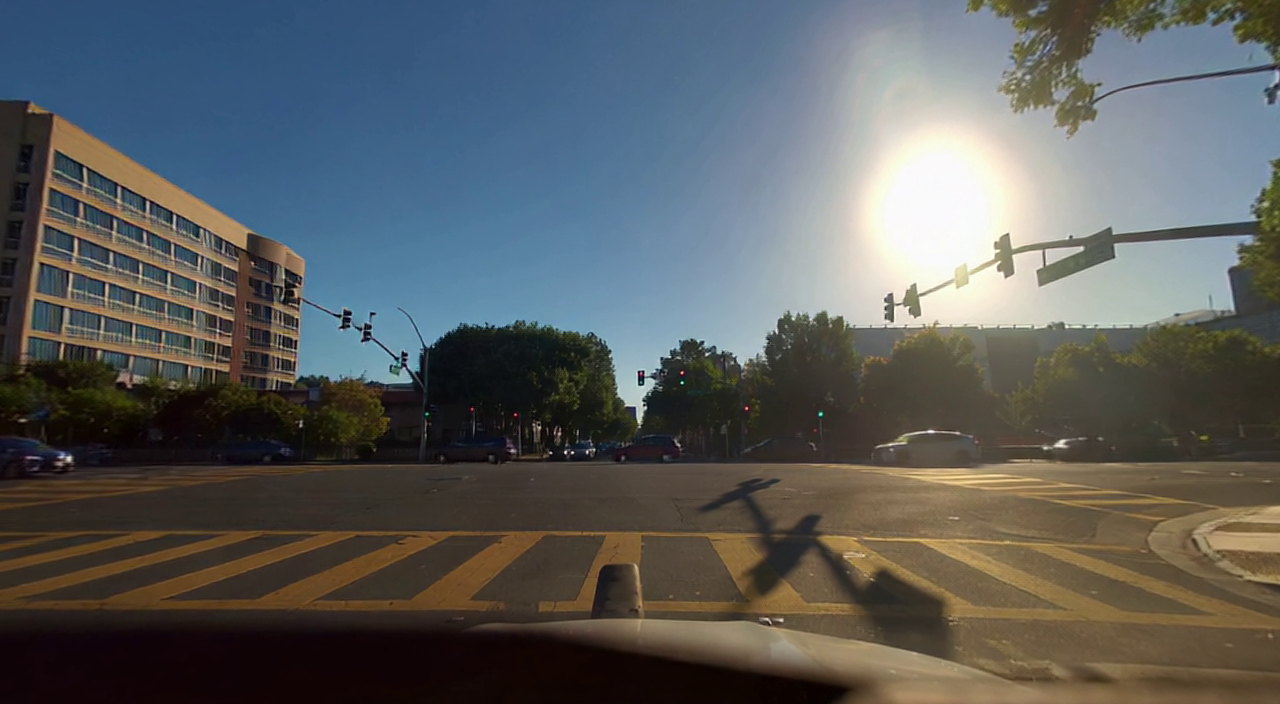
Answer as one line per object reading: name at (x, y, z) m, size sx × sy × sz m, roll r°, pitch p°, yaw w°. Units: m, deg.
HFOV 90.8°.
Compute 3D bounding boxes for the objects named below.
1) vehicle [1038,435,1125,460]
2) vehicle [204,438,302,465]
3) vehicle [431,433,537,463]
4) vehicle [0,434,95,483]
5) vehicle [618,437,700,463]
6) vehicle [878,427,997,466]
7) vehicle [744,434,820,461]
vehicle at (28.104, 6.064, 40.279) m, size 4.100 × 1.509 × 1.853 m, roll 0°, pitch -9°, yaw 0°
vehicle at (-22.556, 5.831, 36.955) m, size 4.519 × 1.476 × 1.767 m, roll 0°, pitch -9°, yaw 0°
vehicle at (-9.852, 6.137, 40.312) m, size 6.133 × 1.833 × 2.155 m, roll -1°, pitch -9°, yaw 2°
vehicle at (-22.369, 3.716, 22.148) m, size 4.624 × 1.593 × 2.018 m, roll 0°, pitch -9°, yaw 0°
vehicle at (1.102, 5.749, 37.245) m, size 4.724 × 1.452 × 1.870 m, roll 0°, pitch -9°, yaw 1°
vehicle at (14.213, 4.540, 30.320) m, size 4.662 × 1.764 × 2.064 m, roll 1°, pitch -9°, yaw -8°
vehicle at (9.140, 6.194, 40.907) m, size 4.488 × 1.667 × 1.869 m, roll 0°, pitch -9°, yaw 1°
